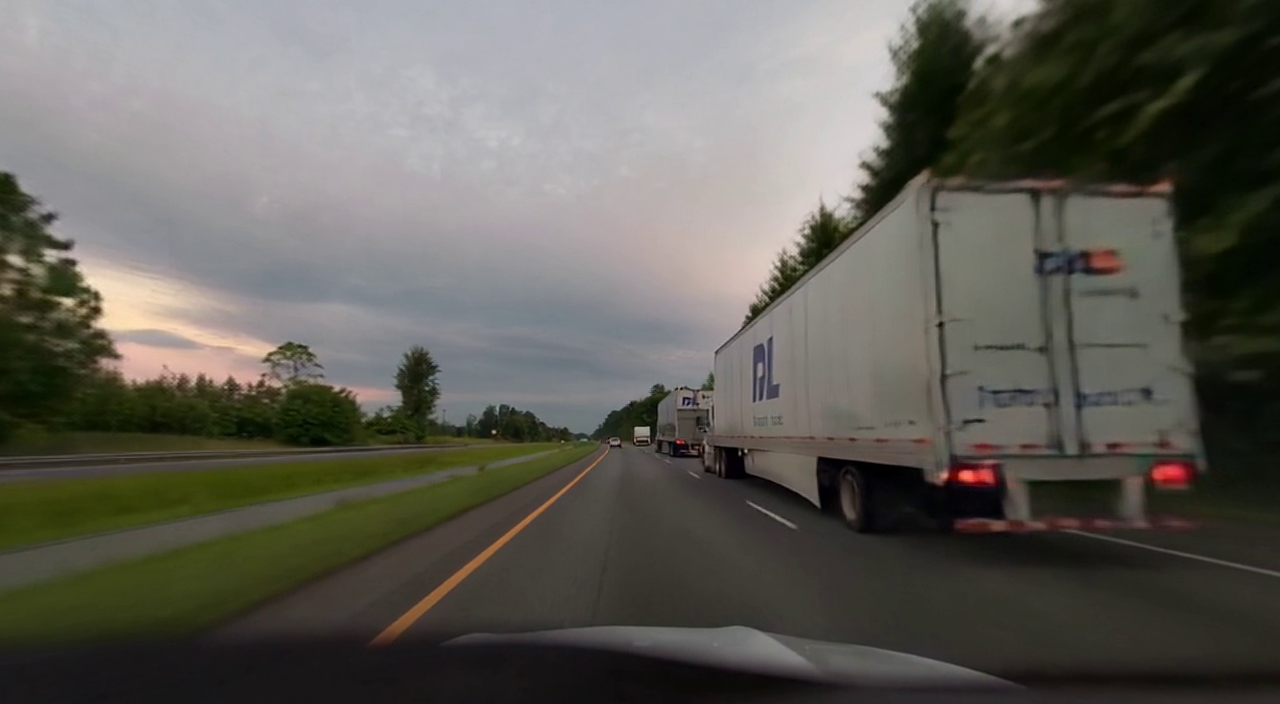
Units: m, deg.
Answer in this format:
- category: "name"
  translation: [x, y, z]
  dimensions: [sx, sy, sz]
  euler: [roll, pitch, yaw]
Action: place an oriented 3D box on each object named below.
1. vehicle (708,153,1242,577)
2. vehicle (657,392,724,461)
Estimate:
- category: "vehicle"
  translation: [3.862, 1.048, 13.243]
  dimensions: [2.863, 4.031, 14.678]
  euler: [0, -8, -1]
- category: "vehicle"
  translation: [3.164, 5.379, 44.087]
  dimensions: [2.871, 4.072, 14.183]
  euler: [0, -8, -3]
